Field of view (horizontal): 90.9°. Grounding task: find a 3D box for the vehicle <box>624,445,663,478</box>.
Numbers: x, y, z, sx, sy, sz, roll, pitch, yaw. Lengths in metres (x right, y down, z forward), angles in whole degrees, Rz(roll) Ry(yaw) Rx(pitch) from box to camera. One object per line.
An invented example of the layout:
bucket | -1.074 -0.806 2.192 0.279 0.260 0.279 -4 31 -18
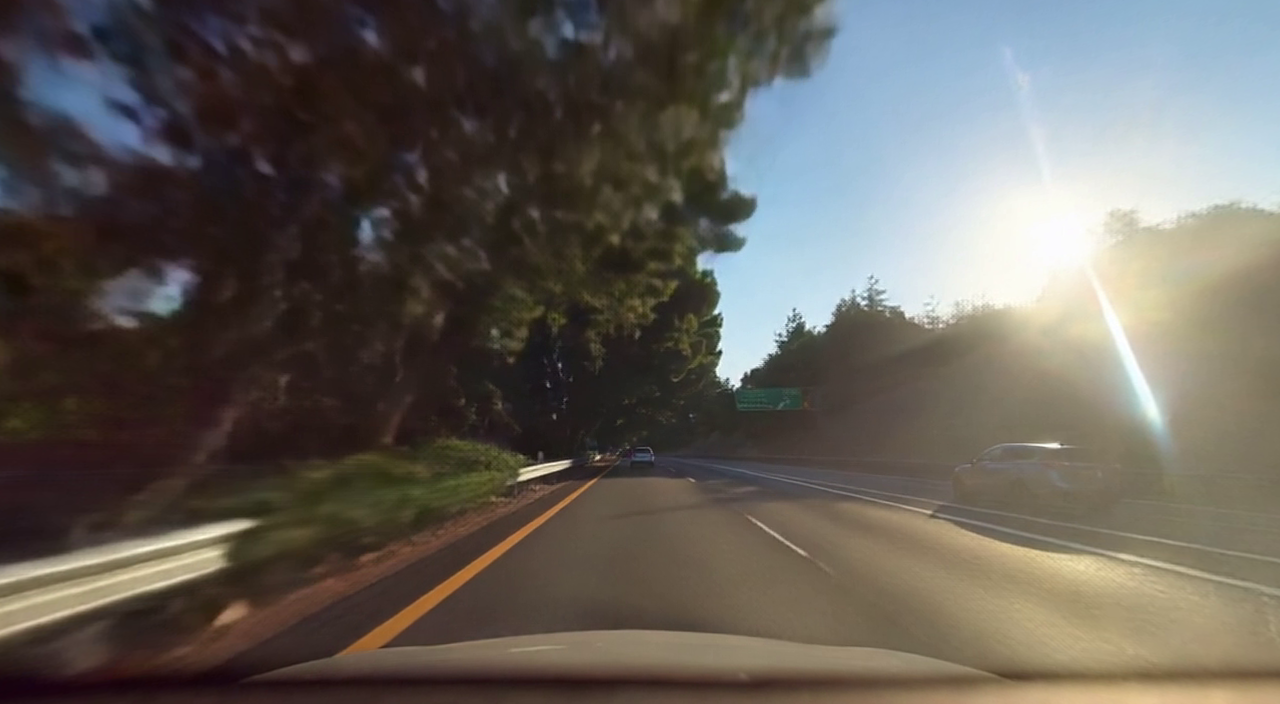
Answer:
vehicle | 0.154 5.803 33.547 1.987 1.658 3.620 0 -9 -1
